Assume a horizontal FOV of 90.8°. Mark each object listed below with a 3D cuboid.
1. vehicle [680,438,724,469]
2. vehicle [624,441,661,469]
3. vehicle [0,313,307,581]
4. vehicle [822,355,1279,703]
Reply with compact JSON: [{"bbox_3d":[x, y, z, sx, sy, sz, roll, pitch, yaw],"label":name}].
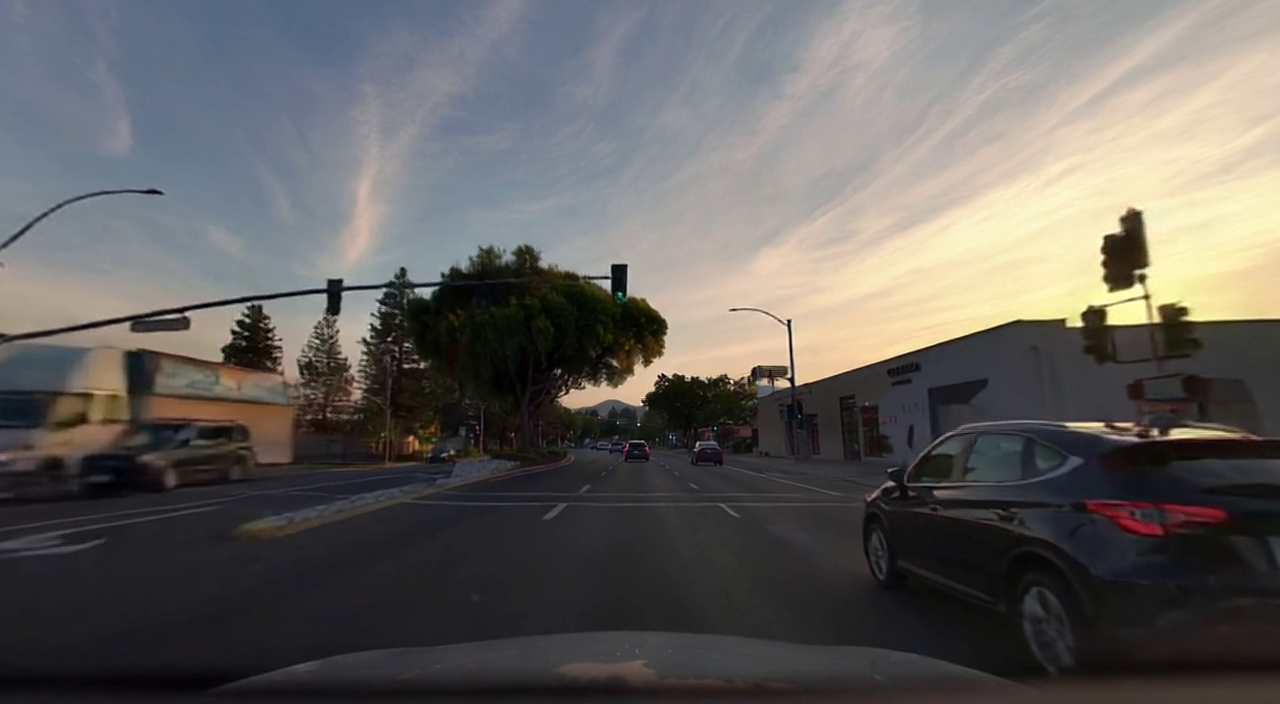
[{"bbox_3d":[3.525,5.929,36.907,2.085,1.668,4.077,0,-9,-1],"label":"vehicle"},{"bbox_3d":[0.084,6.000,36.909,2.023,1.532,3.891,0,-9,-2],"label":"vehicle"},{"bbox_3d":[-7.258,1.297,8.846,2.334,2.525,5.893,0,-9,-5],"label":"vehicle"},{"bbox_3d":[3.041,1.170,4.778,1.969,1.682,4.387,0,-9,0],"label":"vehicle"}]
